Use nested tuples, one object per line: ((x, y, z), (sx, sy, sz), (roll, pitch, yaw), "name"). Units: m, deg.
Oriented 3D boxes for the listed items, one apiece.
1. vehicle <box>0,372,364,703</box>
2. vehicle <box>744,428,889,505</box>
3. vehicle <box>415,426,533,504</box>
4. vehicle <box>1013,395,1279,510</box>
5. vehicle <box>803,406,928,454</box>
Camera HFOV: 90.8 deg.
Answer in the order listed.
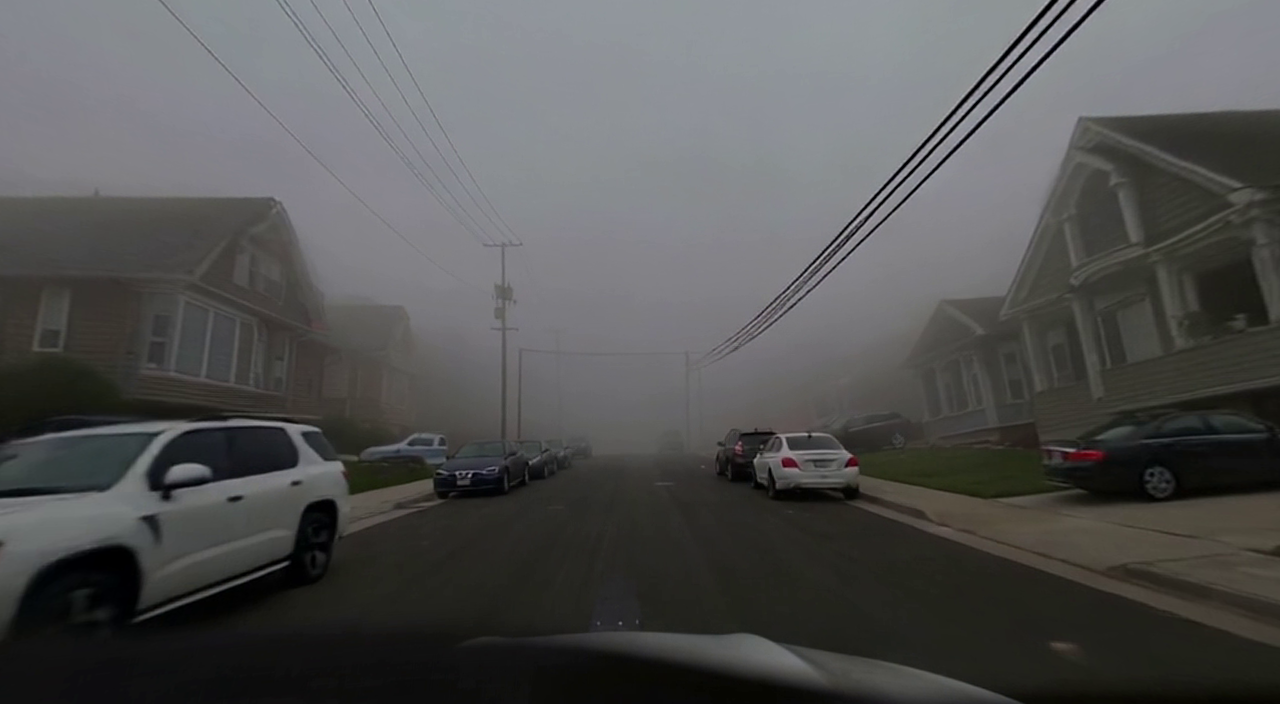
((-4.067, 1.227, 4.624), (2.030, 1.733, 4.925), (-3, -7, -2), "vehicle")
((3.625, 2.451, 13.928), (2.083, 1.407, 4.506), (-1, -9, 3), "vehicle")
((-4.358, 3.081, 17.371), (2.031, 1.708, 4.746), (-3, -10, -1), "vehicle")
((9.089, 1.549, 10.157), (4.881, 1.513, 2.008), (-2, -8, -3), "vehicle")
((8.836, 3.101, 25.054), (4.170, 1.811, 1.978), (0, -9, -1), "vehicle")
